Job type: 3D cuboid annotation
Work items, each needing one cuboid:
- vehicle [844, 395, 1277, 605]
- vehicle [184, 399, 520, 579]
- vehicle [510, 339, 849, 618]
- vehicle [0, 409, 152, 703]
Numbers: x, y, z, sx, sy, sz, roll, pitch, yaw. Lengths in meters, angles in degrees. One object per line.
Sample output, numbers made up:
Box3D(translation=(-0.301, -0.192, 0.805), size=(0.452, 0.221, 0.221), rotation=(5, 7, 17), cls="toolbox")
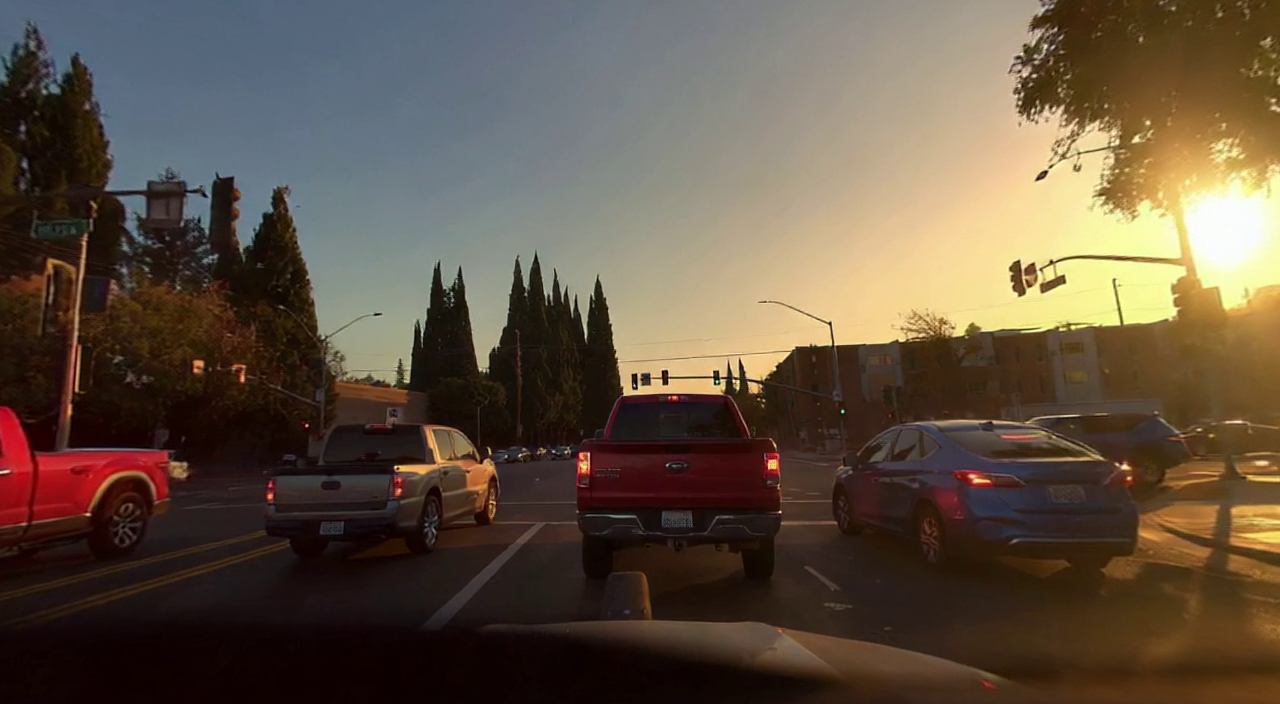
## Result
Box3D(translation=(4.041, 1.487, 7.191), size=(1.984, 1.659, 4.226), rotation=(0, -8, 0), cls="vehicle")
Box3D(translation=(-3.287, 1.685, 8.584), size=(2.125, 1.739, 4.707), rotation=(0, -8, 3), cls="vehicle")
Box3D(translation=(0.331, 1.279, 7.165), size=(2.505, 2.084, 4.768), rotation=(0, -8, 1), cls="vehicle")
Box3D(translation=(-3.388, 0.708, 0.651), size=(1.998, 1.481, 4.656), rotation=(0, -8, 1), cls="vehicle")
